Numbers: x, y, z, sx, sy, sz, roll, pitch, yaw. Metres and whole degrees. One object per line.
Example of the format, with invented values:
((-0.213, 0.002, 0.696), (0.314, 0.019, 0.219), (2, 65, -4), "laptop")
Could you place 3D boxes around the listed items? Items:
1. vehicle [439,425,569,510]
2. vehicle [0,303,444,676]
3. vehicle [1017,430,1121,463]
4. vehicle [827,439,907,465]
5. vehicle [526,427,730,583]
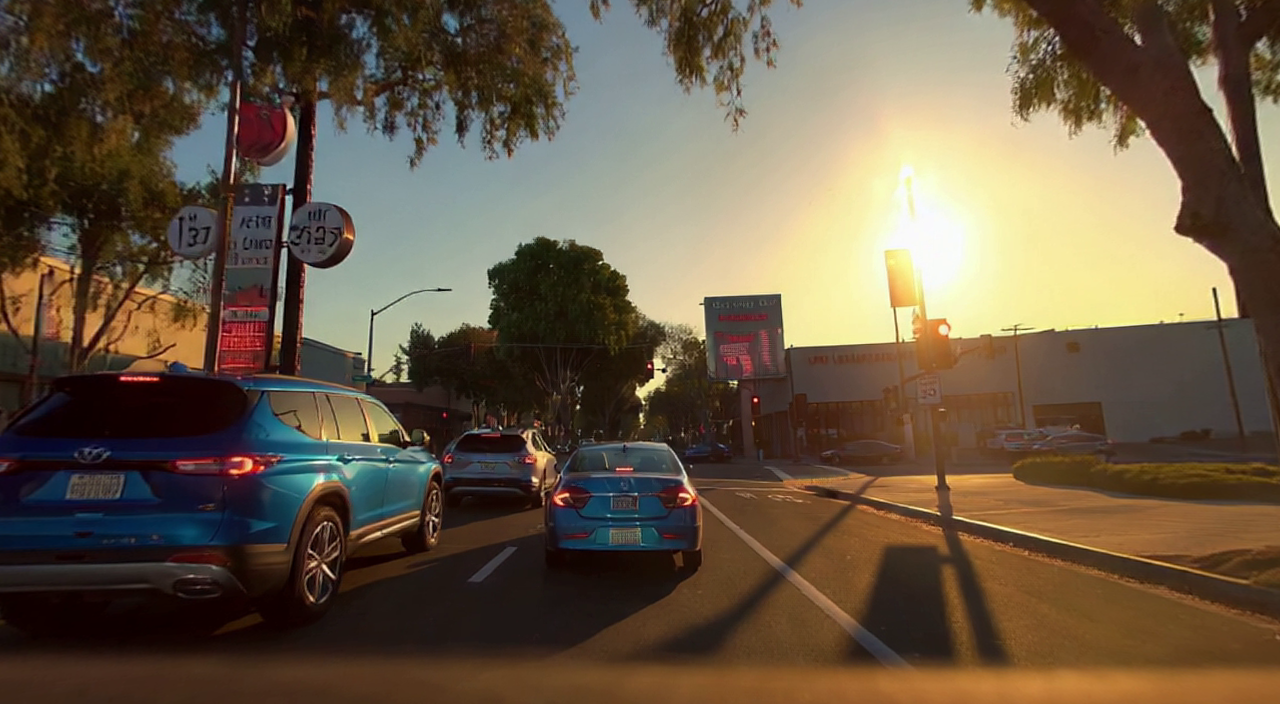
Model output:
((-2.935, 2.604, 14.598), (2.047, 1.664, 4.148), (0, -8, 1), "vehicle")
((-3.834, 1.127, 6.153), (2.152, 2.118, 5.066), (0, -8, 0), "vehicle")
((23.461, 5.208, 34.497), (4.116, 1.719, 2.069), (-2, -9, 11), "vehicle")
((12.899, 5.711, 35.866), (3.924, 1.447, 2.039), (-1, -9, 8), "vehicle")
((-0.157, 1.786, 8.188), (1.966, 1.481, 4.146), (0, -8, -1), "vehicle")
